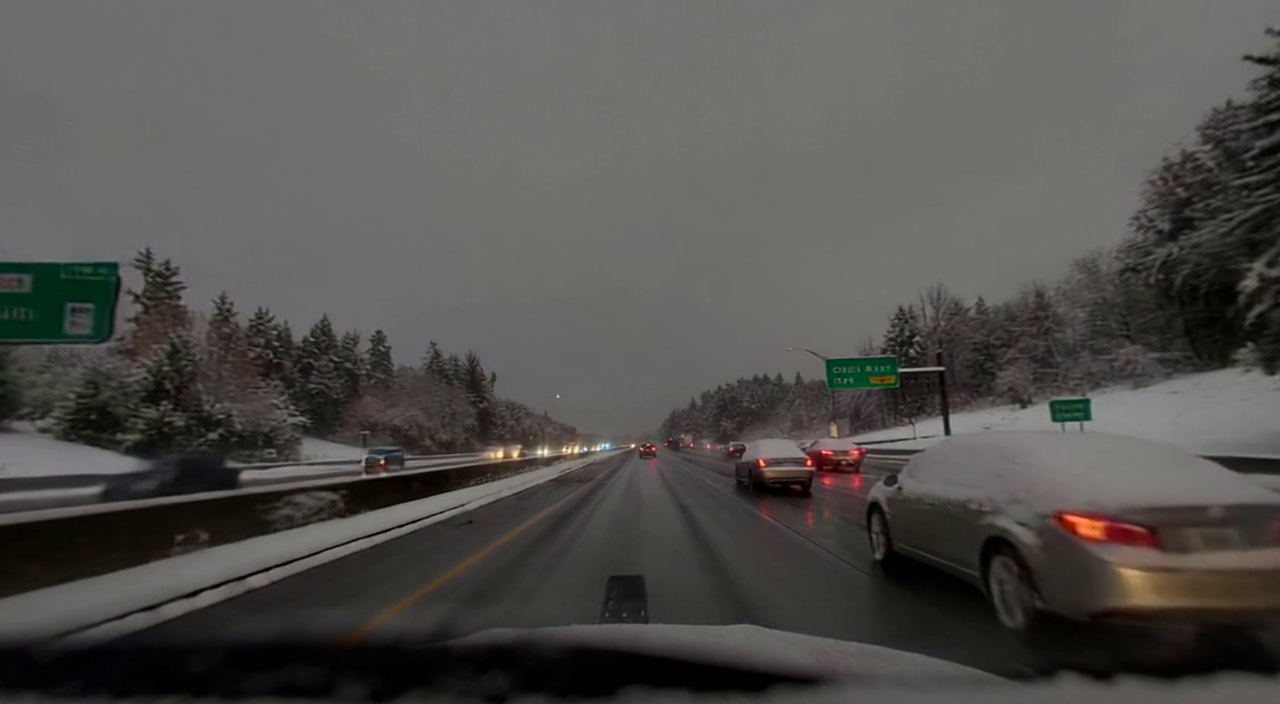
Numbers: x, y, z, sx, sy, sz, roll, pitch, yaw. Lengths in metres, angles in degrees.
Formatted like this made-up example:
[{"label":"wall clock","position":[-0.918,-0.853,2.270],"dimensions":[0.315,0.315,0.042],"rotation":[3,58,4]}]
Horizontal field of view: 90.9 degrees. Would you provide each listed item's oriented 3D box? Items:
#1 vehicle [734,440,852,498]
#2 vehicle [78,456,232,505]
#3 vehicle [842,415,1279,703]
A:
[{"label":"vehicle","position":[4.317,3.396,18.813],"dimensions":[2.223,1.483,5.075],"rotation":[0,-8,0]},{"label":"vehicle","position":[-16.715,4.412,22.075],"dimensions":[1.839,1.442,4.392],"rotation":[0,-8,1]},{"label":"vehicle","position":[3.543,1.363,5.189],"dimensions":[2.198,1.467,4.675],"rotation":[0,-8,0]}]
